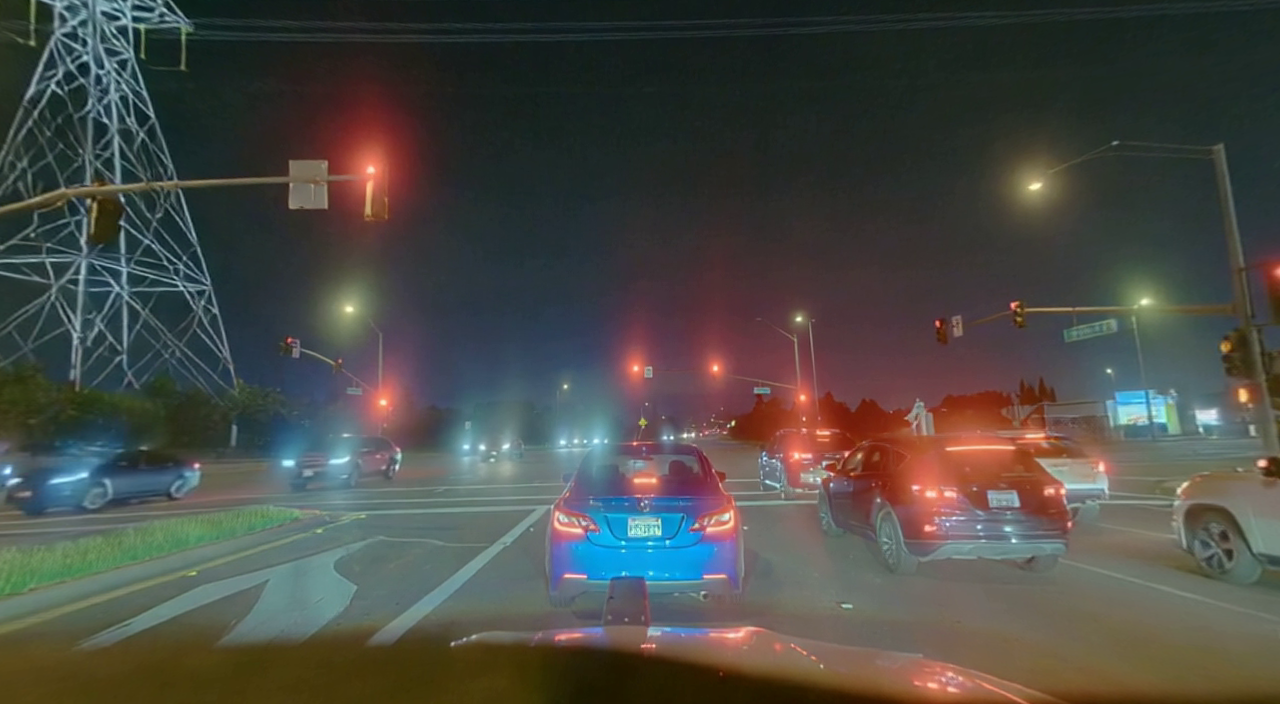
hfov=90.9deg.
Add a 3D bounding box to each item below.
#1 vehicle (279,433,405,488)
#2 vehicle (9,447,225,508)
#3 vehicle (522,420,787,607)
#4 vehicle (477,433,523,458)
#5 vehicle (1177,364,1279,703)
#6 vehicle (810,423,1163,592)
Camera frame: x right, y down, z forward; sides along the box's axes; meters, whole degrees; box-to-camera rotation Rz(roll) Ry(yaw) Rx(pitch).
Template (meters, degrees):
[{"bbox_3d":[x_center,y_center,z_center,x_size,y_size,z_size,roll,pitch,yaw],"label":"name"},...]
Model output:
[{"bbox_3d":[-9.621,3.514,20.796,1.910,1.597,4.334,-1,-8,2],"label":"vehicle"},{"bbox_3d":[-14.275,3.410,17.665,2.089,1.464,4.520,-1,-8,1],"label":"vehicle"},{"bbox_3d":[0.104,1.597,7.131,2.117,1.474,4.036,0,-8,0],"label":"vehicle"},{"bbox_3d":[-9.065,6.096,41.170,1.910,1.537,4.123,-1,-8,3],"label":"vehicle"},{"bbox_3d":[3.401,0.590,0.630,1.926,1.614,4.330,0,-8,1],"label":"vehicle"},{"bbox_3d":[3.645,1.684,7.724,1.835,1.473,4.190,0,-8,-2],"label":"vehicle"}]
